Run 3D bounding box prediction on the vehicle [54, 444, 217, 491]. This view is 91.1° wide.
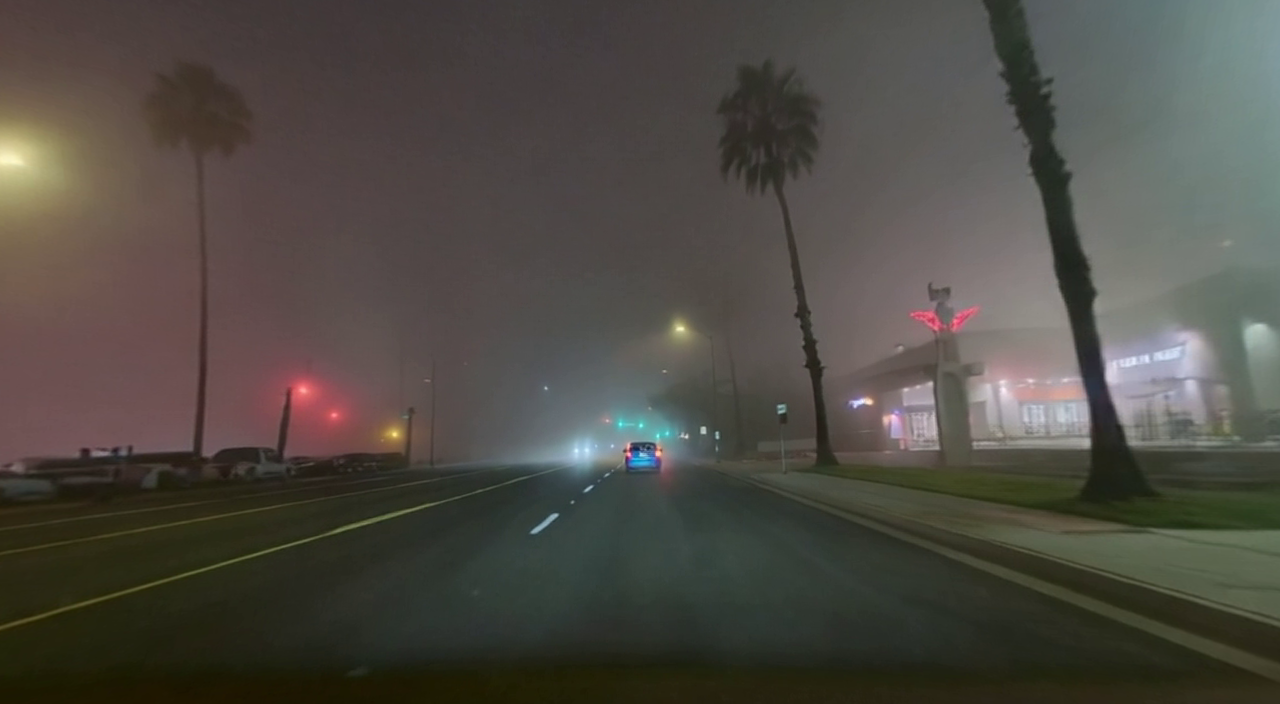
[{"bbox_3d":[-21.317,4.879,26.705,4.979,1.893,2.084,0,-9,-2],"label":"vehicle"}]

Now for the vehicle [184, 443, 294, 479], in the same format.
[{"bbox_3d":[-21.767,5.918,34.186,4.536,1.838,2.042,0,-9,2],"label":"vehicle"}]

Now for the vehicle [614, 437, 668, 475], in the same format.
[{"bbox_3d":[0.056,4.447,27.066,2.144,1.514,4.063,0,-9,0],"label":"vehicle"}]

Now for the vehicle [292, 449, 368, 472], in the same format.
[{"bbox_3d":[-21.185,7.419,43.105,4.440,1.498,2.001,3,-9,-20],"label":"vehicle"}]
